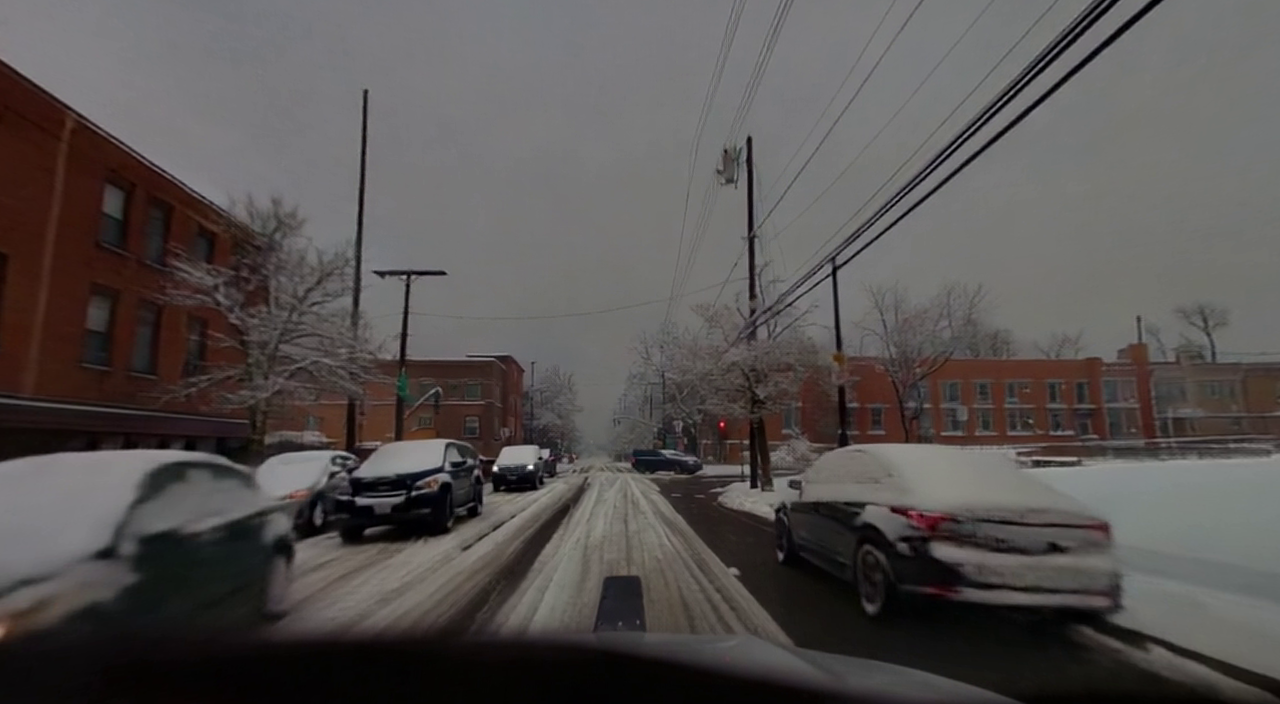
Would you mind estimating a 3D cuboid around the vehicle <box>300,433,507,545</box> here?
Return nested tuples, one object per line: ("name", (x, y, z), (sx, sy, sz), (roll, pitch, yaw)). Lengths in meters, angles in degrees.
("vehicle", (-4.448, 2.643, 12.956), (2.236, 1.834, 4.743), (-1, -8, 2))

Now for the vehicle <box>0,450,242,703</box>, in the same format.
("vehicle", (-4.640, 1.557, 5.022), (1.994, 1.510, 4.802), (4, -9, -27))

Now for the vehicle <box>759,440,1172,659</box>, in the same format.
("vehicle", (2.728, 1.721, 6.728), (1.913, 1.509, 4.436), (0, -8, -2))

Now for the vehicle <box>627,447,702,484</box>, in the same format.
("vehicle", (1.317, 5.788, 32.629), (2.059, 1.736, 3.994), (-6, -10, 33))
